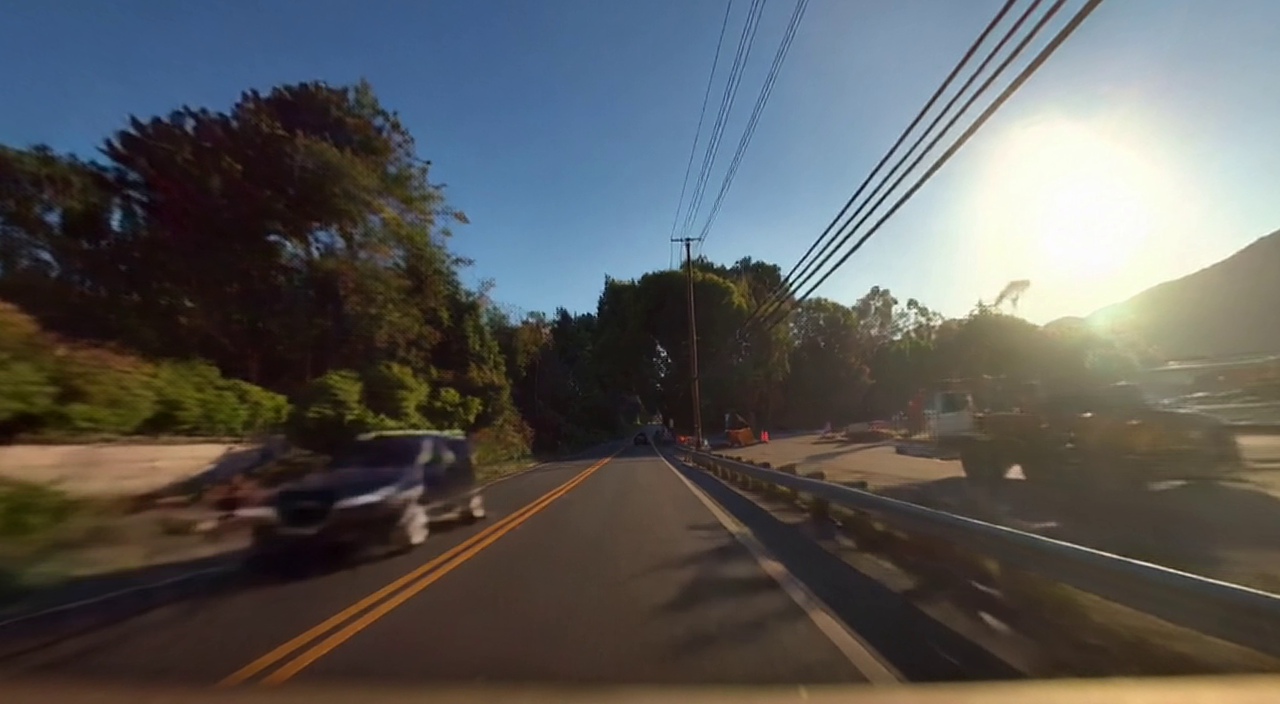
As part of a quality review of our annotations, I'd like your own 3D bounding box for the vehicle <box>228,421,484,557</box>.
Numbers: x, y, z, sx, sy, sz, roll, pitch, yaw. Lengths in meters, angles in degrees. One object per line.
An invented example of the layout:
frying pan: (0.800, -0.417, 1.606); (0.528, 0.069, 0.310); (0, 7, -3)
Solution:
vehicle: (-3.940, 1.963, 9.722); (2.020, 1.631, 4.054); (0, -9, 0)
